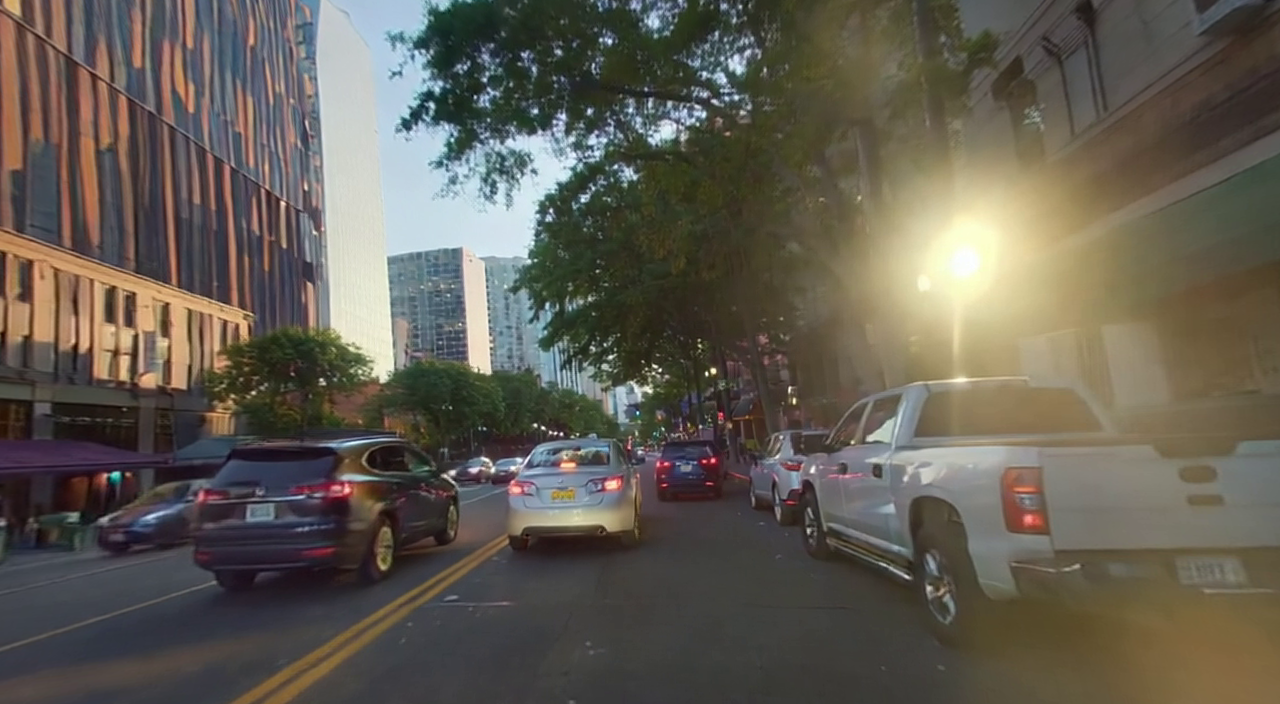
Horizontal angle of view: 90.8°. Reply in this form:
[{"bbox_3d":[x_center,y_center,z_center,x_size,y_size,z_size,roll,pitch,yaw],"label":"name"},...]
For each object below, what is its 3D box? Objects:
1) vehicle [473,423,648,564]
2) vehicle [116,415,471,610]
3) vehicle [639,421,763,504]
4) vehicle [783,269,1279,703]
[{"bbox_3d":[-0.924,1.991,9.603,2.076,1.667,3.948,0,-9,1],"label":"vehicle"},{"bbox_3d":[-3.906,1.867,8.363,2.000,1.818,4.668,0,-9,0],"label":"vehicle"},{"bbox_3d":[1.893,3.039,17.759,2.352,1.953,4.798,-3,-9,19],"label":"vehicle"},{"bbox_3d":[2.992,1.036,5.368,2.225,2.070,5.264,0,-9,-1],"label":"vehicle"}]
